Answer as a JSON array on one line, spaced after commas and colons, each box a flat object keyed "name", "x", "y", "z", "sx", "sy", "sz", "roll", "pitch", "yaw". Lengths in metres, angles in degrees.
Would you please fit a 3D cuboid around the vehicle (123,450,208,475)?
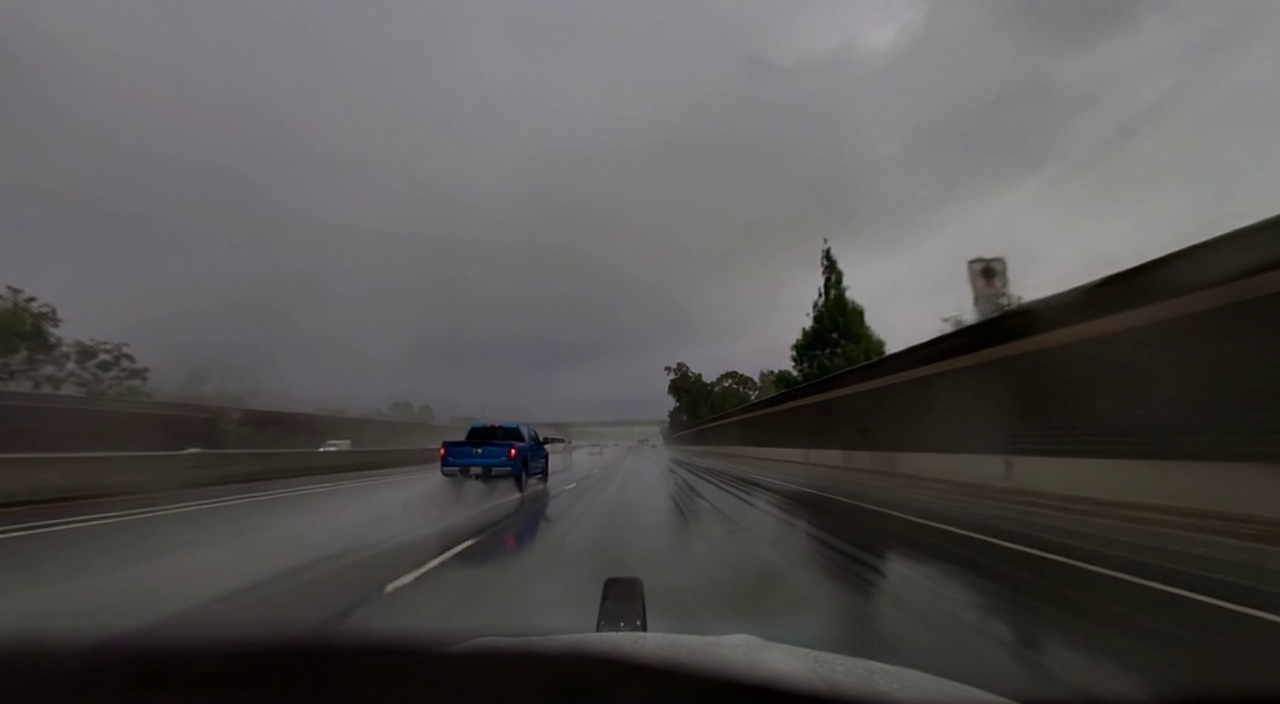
[{"name": "vehicle", "x": -33.040, "y": 7.677, "z": 44.079, "sx": 1.909, "sy": 1.555, "sz": 5.107, "roll": 0, "pitch": -8, "yaw": 1}]

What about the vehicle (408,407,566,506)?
[{"name": "vehicle", "x": -3.760, "y": 2.774, "z": 17.126, "sx": 2.604, "sy": 2.170, "sz": 6.271, "roll": 0, "pitch": -8, "yaw": 1}]
